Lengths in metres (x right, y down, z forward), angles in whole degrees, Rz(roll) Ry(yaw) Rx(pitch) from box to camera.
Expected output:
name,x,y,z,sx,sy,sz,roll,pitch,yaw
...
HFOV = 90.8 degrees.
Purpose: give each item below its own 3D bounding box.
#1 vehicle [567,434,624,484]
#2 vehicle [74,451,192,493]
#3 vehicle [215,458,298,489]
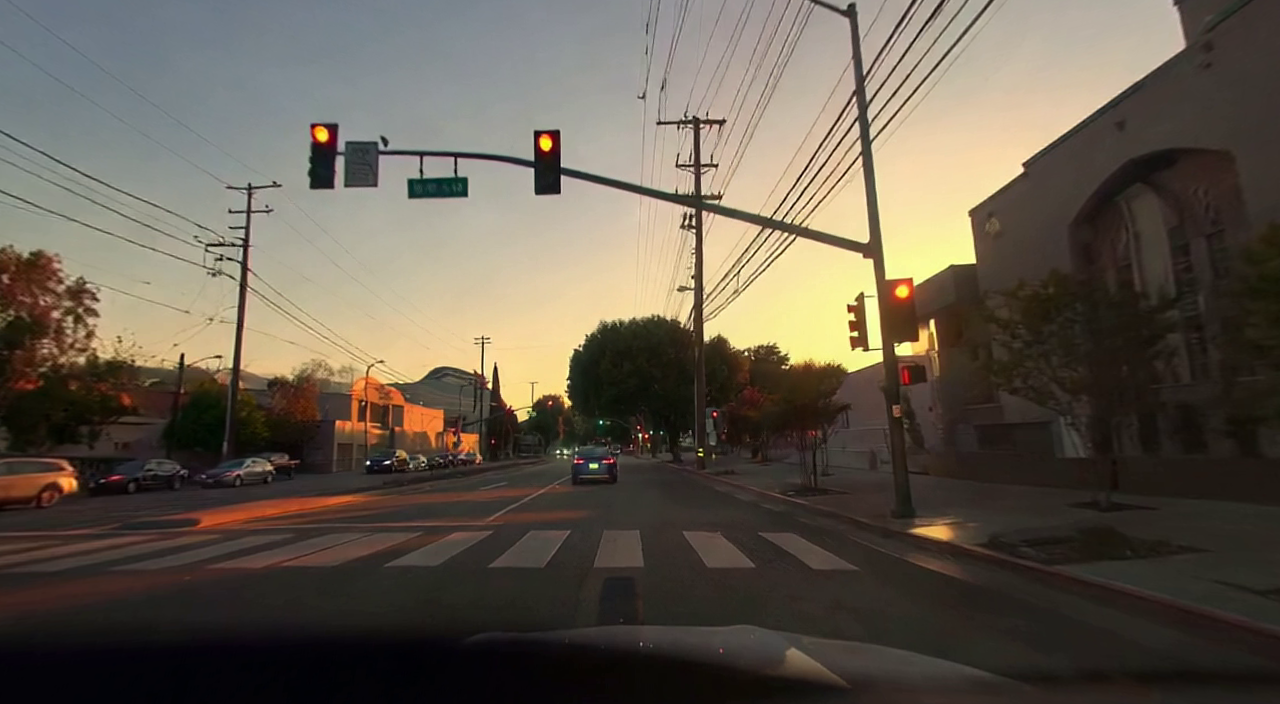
name,x,y,z,sx,sy,sz,roll,pitch,yaw
vehicle,-1.681,4.140,24.588,2.022,1.757,4.041,0,-9,-3
vehicle,-25.635,6.064,32.037,4.508,1.776,1.932,-3,-8,4
vehicle,-20.148,6.393,33.431,1.786,1.439,4.312,0,-9,-2
